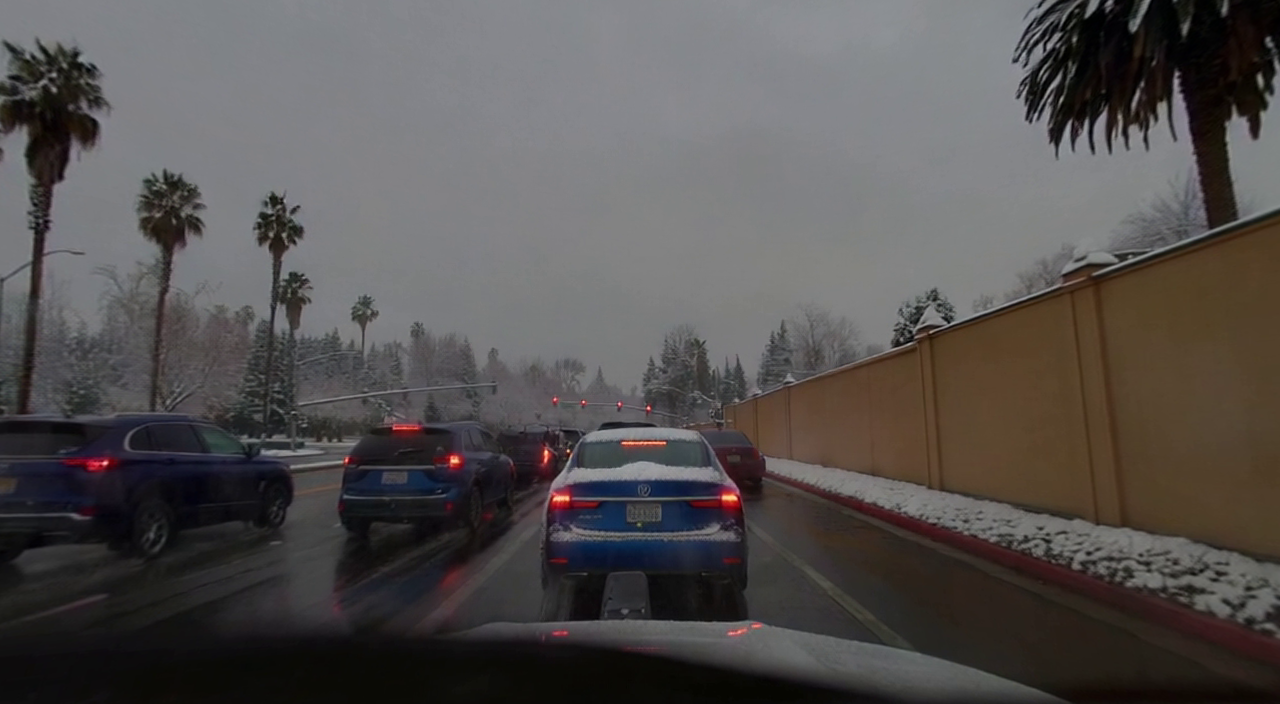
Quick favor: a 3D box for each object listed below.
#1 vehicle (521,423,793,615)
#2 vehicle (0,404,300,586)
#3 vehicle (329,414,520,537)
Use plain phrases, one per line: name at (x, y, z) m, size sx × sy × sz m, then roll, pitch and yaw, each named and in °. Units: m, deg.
vehicle at (0.070, 1.625, 7.145) m, size 2.128 × 1.473 × 4.272 m, roll 0°, pitch -8°, yaw -2°
vehicle at (-6.676, 1.700, 8.317) m, size 1.963 × 1.721 × 4.467 m, roll 0°, pitch -8°, yaw -2°
vehicle at (-3.484, 2.075, 11.186) m, size 2.007 × 1.746 × 4.136 m, roll 0°, pitch -8°, yaw -2°
